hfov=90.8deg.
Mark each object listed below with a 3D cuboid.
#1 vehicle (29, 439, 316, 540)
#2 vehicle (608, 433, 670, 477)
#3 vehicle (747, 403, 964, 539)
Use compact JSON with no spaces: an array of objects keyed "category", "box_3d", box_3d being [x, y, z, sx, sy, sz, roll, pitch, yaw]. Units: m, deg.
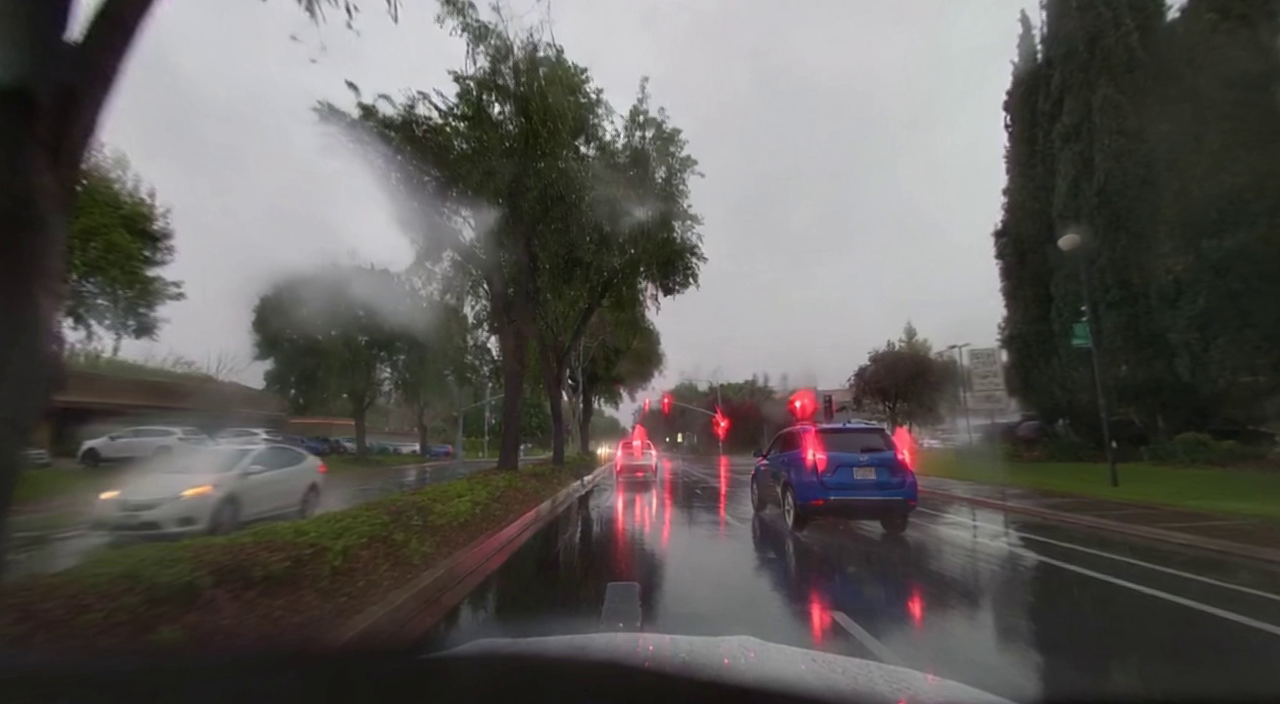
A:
[{"category":"vehicle","box_3d":[-7.860,2.312,11.280,1.822,1.434,4.197,0,-9,2]},{"category":"vehicle","box_3d":[-0.036,3.956,24.423,2.177,1.512,4.682,0,-9,0]},{"category":"vehicle","box_3d":[3.187,1.879,10.474,2.046,1.768,4.370,0,-9,0]}]
